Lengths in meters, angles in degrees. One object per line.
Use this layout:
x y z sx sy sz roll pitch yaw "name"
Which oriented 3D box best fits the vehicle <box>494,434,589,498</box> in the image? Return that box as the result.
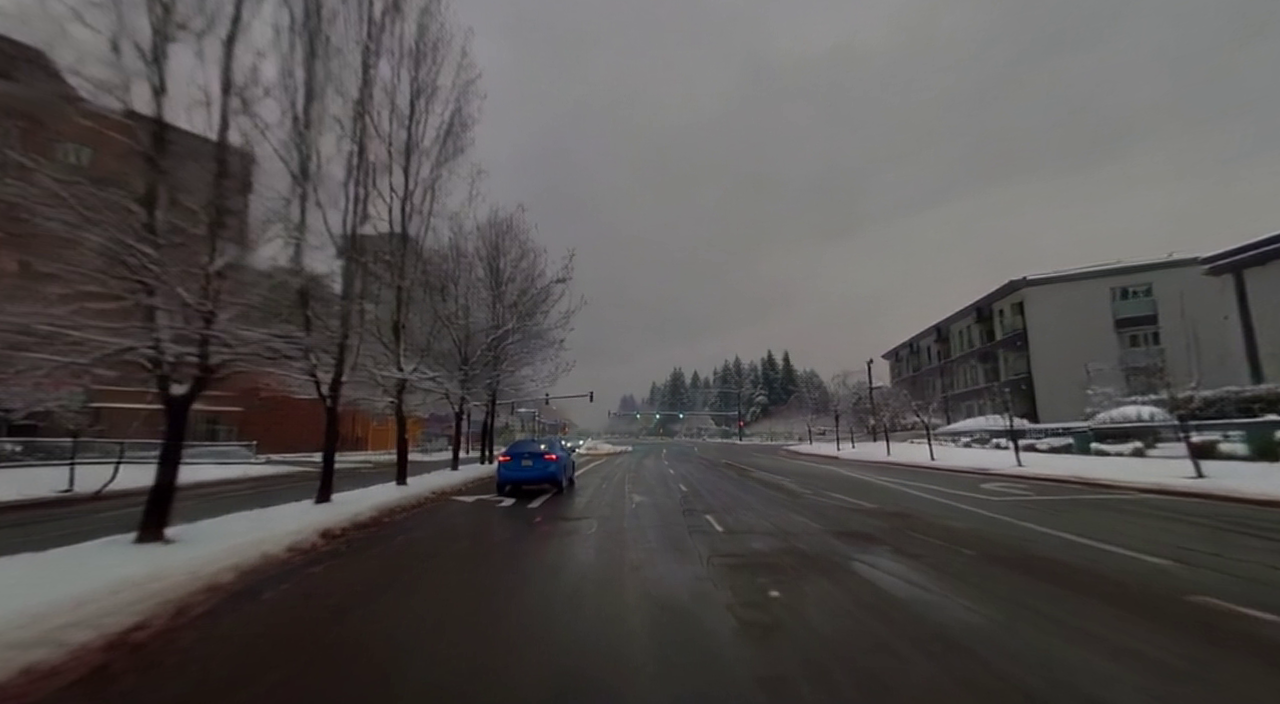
-2.522 3.017 17.338 2.042 1.479 4.601 0 -7 -2 "vehicle"
